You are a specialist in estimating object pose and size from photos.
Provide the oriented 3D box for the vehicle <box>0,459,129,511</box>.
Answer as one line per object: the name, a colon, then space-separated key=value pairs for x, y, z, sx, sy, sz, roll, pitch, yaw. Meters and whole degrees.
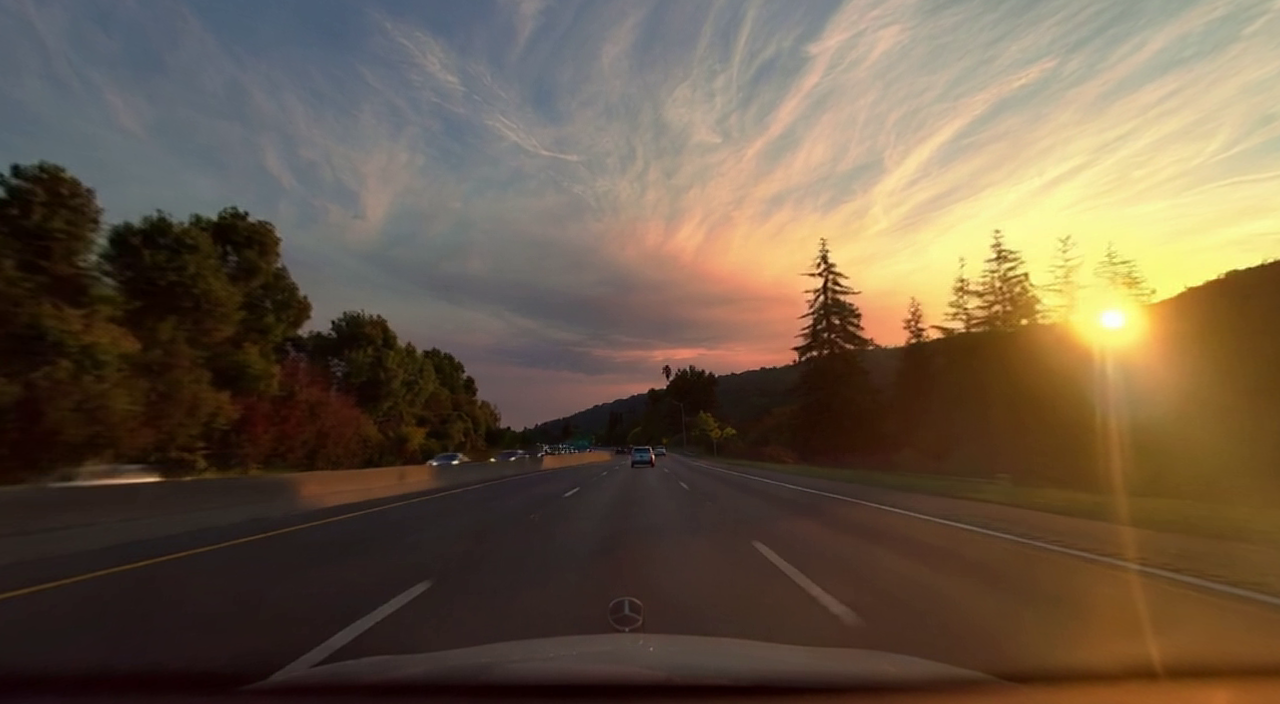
vehicle: x=-19.983 y=4.369 z=21.141 sx=1.826 sy=1.477 sz=4.521 roll=0 pitch=-9 yaw=1

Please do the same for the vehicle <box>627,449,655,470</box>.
vehicle: x=0.058 y=8.094 z=47.612 sx=1.964 sy=1.483 sz=4.016 roll=0 pitch=-9 yaw=-1
